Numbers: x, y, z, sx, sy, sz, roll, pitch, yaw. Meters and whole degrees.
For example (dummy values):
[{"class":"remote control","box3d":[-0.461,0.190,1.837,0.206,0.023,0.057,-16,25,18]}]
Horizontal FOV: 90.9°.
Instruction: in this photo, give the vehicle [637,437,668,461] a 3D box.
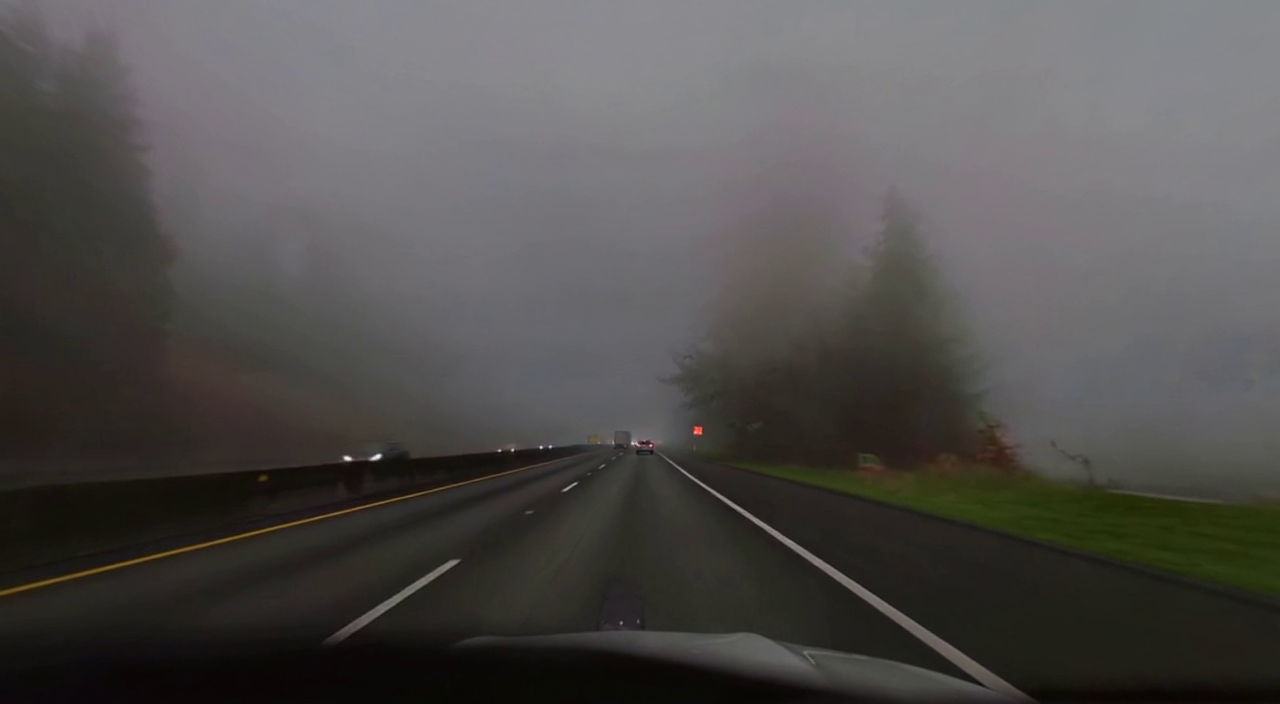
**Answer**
[{"class":"vehicle","box3d":[0.805,6.513,42.343,2.030,1.523,4.114,0,-8,0]}]

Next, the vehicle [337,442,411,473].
[{"class":"vehicle","box3d":[-14.236,5.636,33.988,1.892,1.511,4.694,0,-8,1]}]
